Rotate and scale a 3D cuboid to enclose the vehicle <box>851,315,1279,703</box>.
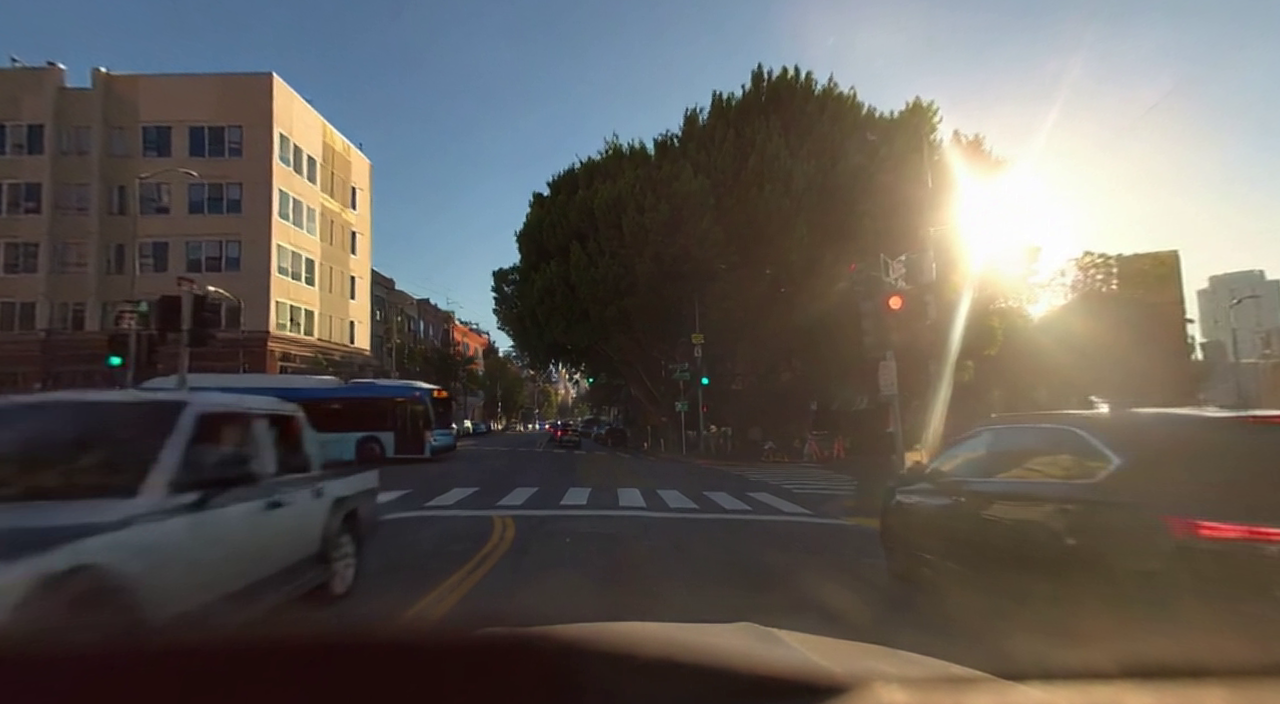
[{"bbox_3d":[3.506,1.135,5.012,2.052,1.929,4.747,0,-8,1],"label":"vehicle"}]

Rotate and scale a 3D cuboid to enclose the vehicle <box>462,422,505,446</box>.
[{"bbox_3d":[-10.941,5.788,44.363,2.084,1.524,4.098,1,-8,-2],"label":"vehicle"}]

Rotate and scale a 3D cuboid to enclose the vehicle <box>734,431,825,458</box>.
[{"bbox_3d":[7.429,4.966,33.860,4.451,1.422,1.744,0,-8,0],"label":"vehicle"}]

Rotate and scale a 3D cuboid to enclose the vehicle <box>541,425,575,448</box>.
[{"bbox_3d":[-5.555,5.818,43.203,1.799,1.468,3.693,0,-8,1],"label":"vehicle"}]

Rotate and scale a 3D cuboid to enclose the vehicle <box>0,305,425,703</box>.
[{"bbox_3d":[-3.352,1.062,4.540,2.148,1.818,4.791,0,-8,-3],"label":"vehicle"}]
